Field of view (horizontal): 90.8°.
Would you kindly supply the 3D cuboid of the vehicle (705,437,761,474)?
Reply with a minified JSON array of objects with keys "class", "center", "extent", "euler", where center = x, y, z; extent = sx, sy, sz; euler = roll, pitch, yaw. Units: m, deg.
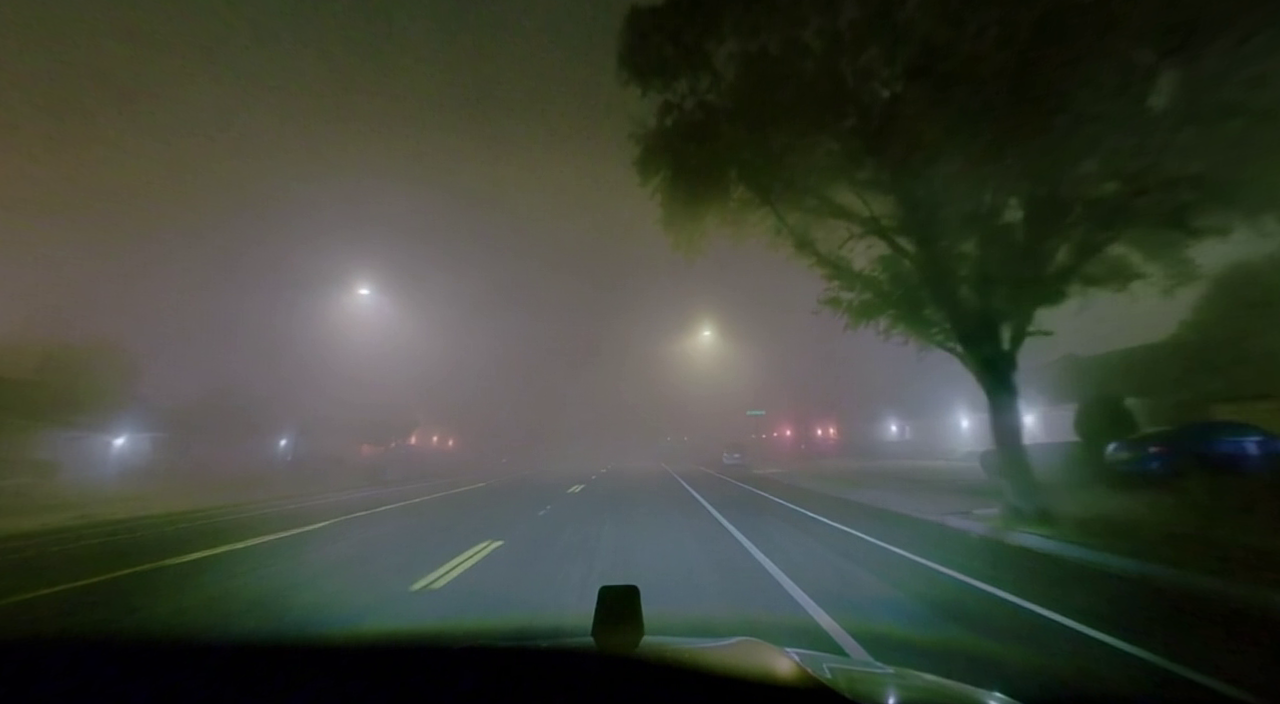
[{"class":"vehicle","center":[4.884,5.527,33.981],"extent":[2.196,1.801,4.778],"euler":[0,-8,-1]}]

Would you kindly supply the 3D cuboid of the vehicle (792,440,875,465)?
[{"class":"vehicle","center":[12.135,6.306,39.755],"extent":[4.577,1.490,1.903],"euler":[0,-8,0]}]

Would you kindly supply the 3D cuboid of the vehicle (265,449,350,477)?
[{"class":"vehicle","center":[-21.079,7.039,40.190],"extent":[4.272,1.688,1.990],"euler":[0,-8,-1]}]

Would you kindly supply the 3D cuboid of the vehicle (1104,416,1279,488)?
[{"class":"vehicle","center":[13.942,2.285,14.833],"extent":[4.570,1.502,1.877],"euler":[-1,-7,-1]}]
